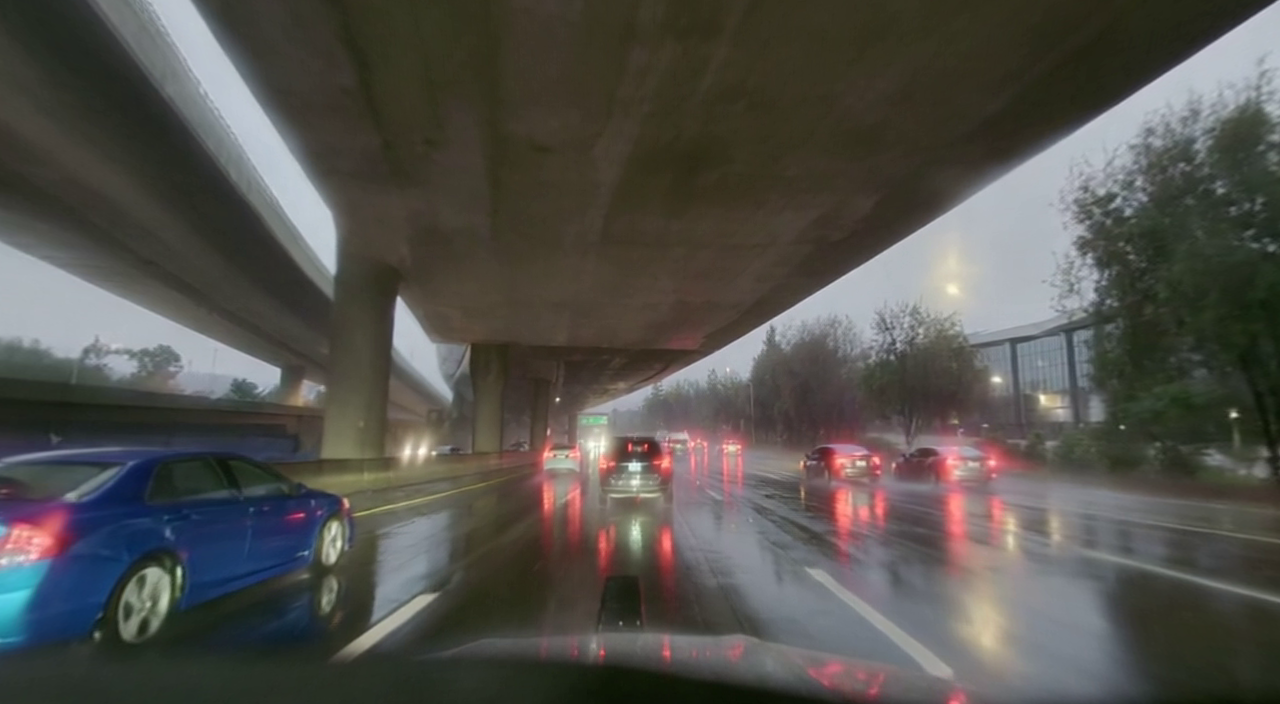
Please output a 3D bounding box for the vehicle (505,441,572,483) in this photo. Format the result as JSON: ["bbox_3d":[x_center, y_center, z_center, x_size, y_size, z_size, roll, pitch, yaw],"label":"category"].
[{"bbox_3d":[-4.021,4.431,25.645,1.947,1.516,4.295,0,-9,1],"label":"vehicle"}]

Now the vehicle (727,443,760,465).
[{"bbox_3d":[7.724,7.647,47.238,1.880,1.526,3.641,0,-9,-1],"label":"vehicle"}]

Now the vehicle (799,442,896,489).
[{"bbox_3d":[7.528,4.154,23.402,2.049,1.521,4.604,0,-9,0],"label":"vehicle"}]

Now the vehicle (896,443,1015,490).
[{"bbox_3d":[11.193,4.076,22.750,2.008,1.516,4.385,0,-9,0],"label":"vehicle"}]

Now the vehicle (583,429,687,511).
[{"bbox_3d":[-0.072,2.786,15.288,2.181,1.697,4.021,0,-9,1],"label":"vehicle"}]

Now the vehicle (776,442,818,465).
[{"bbox_3d":[11.697,7.615,47.215,1.992,1.625,4.359,0,-9,0],"label":"vehicle"}]

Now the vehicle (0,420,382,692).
[{"bbox_3d":[-4.290,1.457,5.741,1.974,1.478,4.412,0,-9,0],"label":"vehicle"}]
